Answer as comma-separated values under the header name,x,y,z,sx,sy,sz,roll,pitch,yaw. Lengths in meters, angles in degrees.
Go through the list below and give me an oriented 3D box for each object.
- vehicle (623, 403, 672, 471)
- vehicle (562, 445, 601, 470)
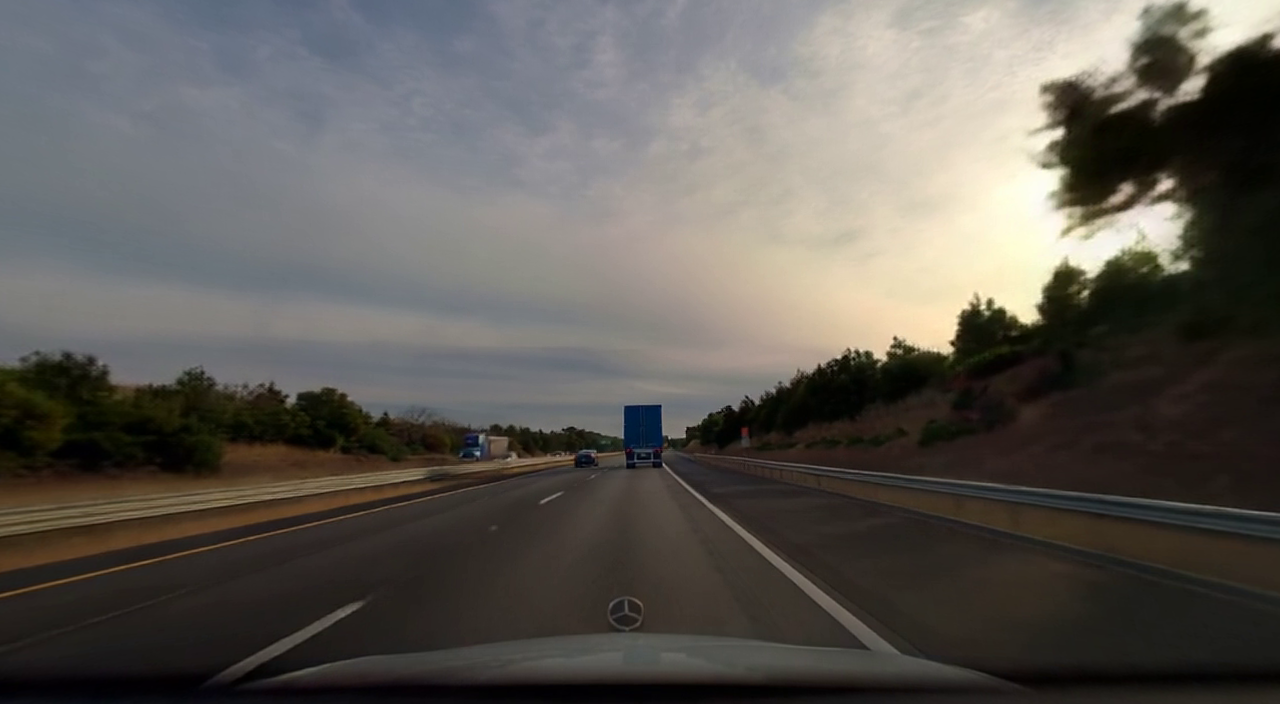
name,x,y,z,sx,sy,sz,roll,pitch,yaw
vehicle,0.457,5.761,42.109,2.899,3.966,10.053,0,-9,0
vehicle,-3.767,6.876,41.240,2.063,1.583,4.049,0,-8,1
